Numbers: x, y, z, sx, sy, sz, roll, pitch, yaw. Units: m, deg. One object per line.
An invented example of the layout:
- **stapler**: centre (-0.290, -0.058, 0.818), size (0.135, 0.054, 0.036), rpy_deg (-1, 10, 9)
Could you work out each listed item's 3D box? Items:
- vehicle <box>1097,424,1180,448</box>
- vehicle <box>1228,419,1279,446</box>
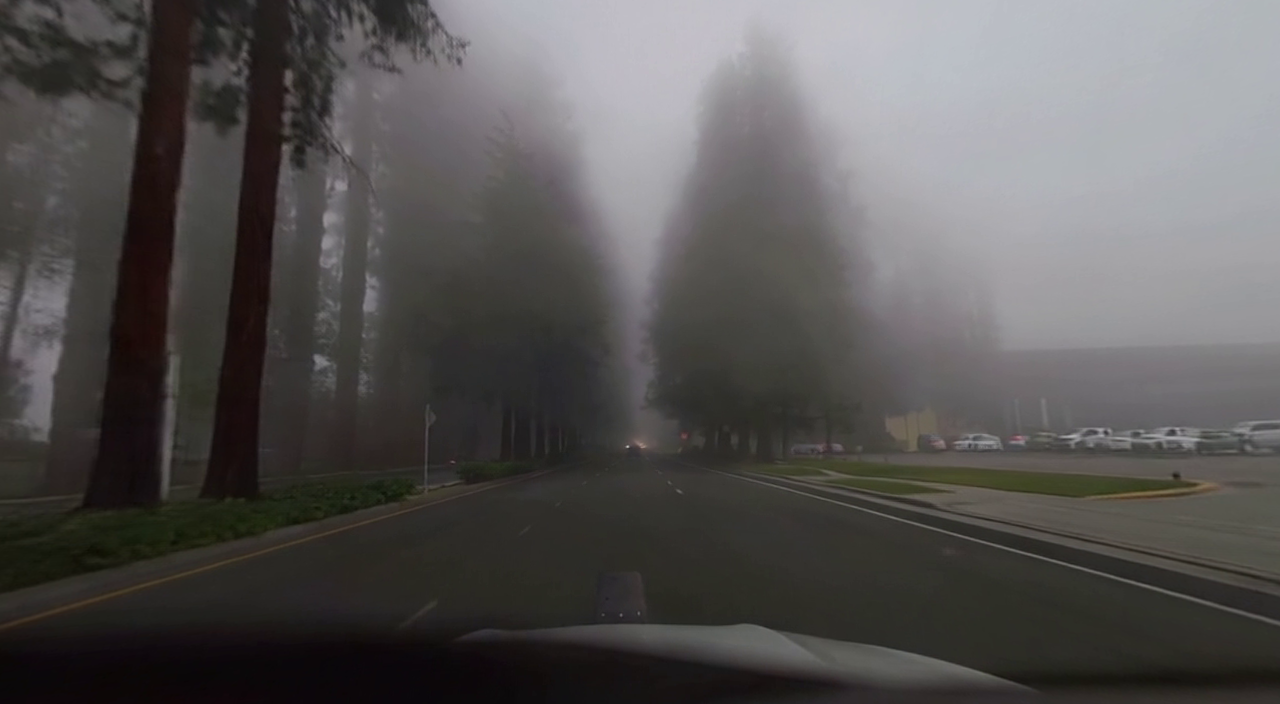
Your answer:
- **vehicle**: centre (33.853, 5.763, 43.054), size (1.850, 1.490, 4.701), rpy_deg (0, -9, 1)
- **vehicle**: centre (44.509, 5.656, 44.159), size (1.929, 1.842, 4.959), rpy_deg (0, -9, -1)
